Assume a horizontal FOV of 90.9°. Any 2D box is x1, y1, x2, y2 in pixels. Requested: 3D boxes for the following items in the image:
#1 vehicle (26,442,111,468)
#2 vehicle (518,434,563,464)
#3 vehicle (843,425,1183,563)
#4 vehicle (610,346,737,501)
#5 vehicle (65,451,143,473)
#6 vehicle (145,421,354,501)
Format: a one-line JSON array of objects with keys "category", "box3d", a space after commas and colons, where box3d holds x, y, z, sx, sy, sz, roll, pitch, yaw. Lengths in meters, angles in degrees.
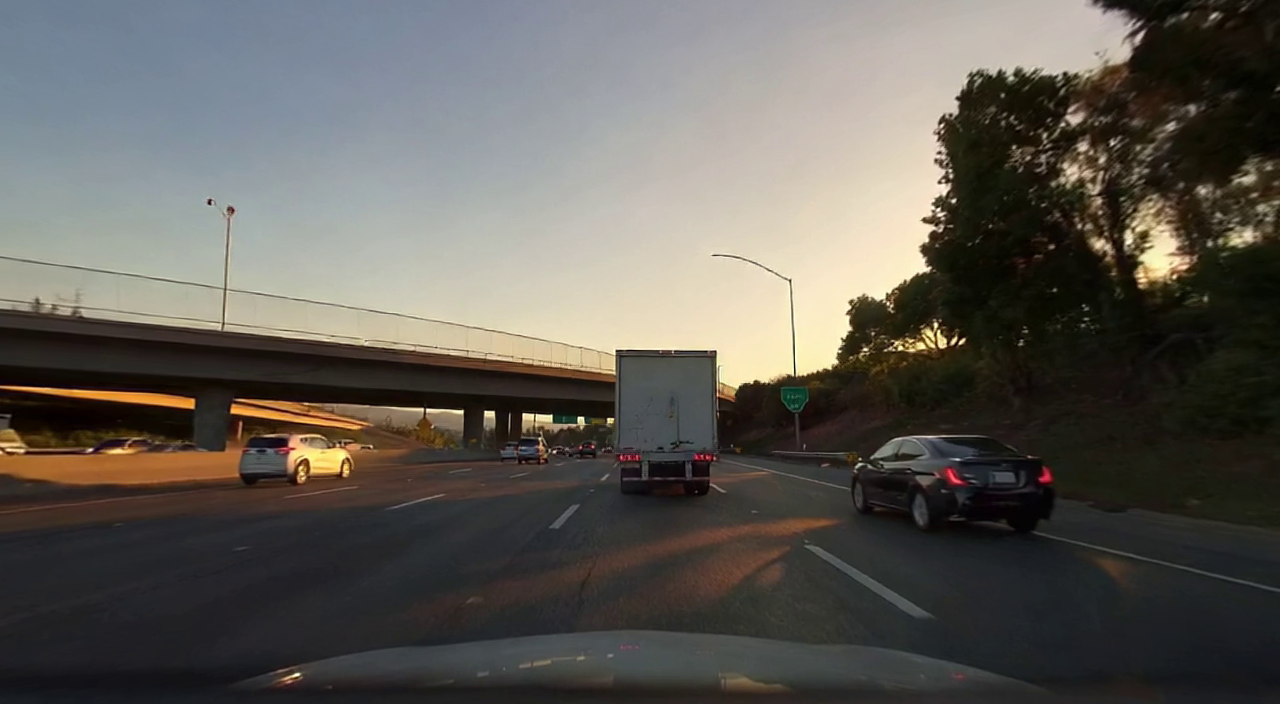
[{"category": "vehicle", "box3d": [-33.471, 6.032, 37.090, 1.599, 1.397, 3.674, -3, -8, -1]}, {"category": "vehicle", "box3d": [-6.422, 6.333, 41.160, 2.125, 1.793, 4.892, 0, -9, 0]}, {"category": "vehicle", "box3d": [4.883, 1.922, 9.363, 2.108, 1.508, 4.744, 0, -9, -1]}, {"category": "vehicle", "box3d": [0.711, 2.446, 20.080, 2.916, 3.584, 10.841, 0, -9, -1]}, {"category": "vehicle", "box3d": [-36.942, 7.554, 43.602, 1.685, 1.414, 4.169, 0, -9, 0]}, {"category": "vehicle", "box3d": [-10.073, 2.865, 16.977, 2.217, 1.797, 5.226, 0, -9, 1]}]
